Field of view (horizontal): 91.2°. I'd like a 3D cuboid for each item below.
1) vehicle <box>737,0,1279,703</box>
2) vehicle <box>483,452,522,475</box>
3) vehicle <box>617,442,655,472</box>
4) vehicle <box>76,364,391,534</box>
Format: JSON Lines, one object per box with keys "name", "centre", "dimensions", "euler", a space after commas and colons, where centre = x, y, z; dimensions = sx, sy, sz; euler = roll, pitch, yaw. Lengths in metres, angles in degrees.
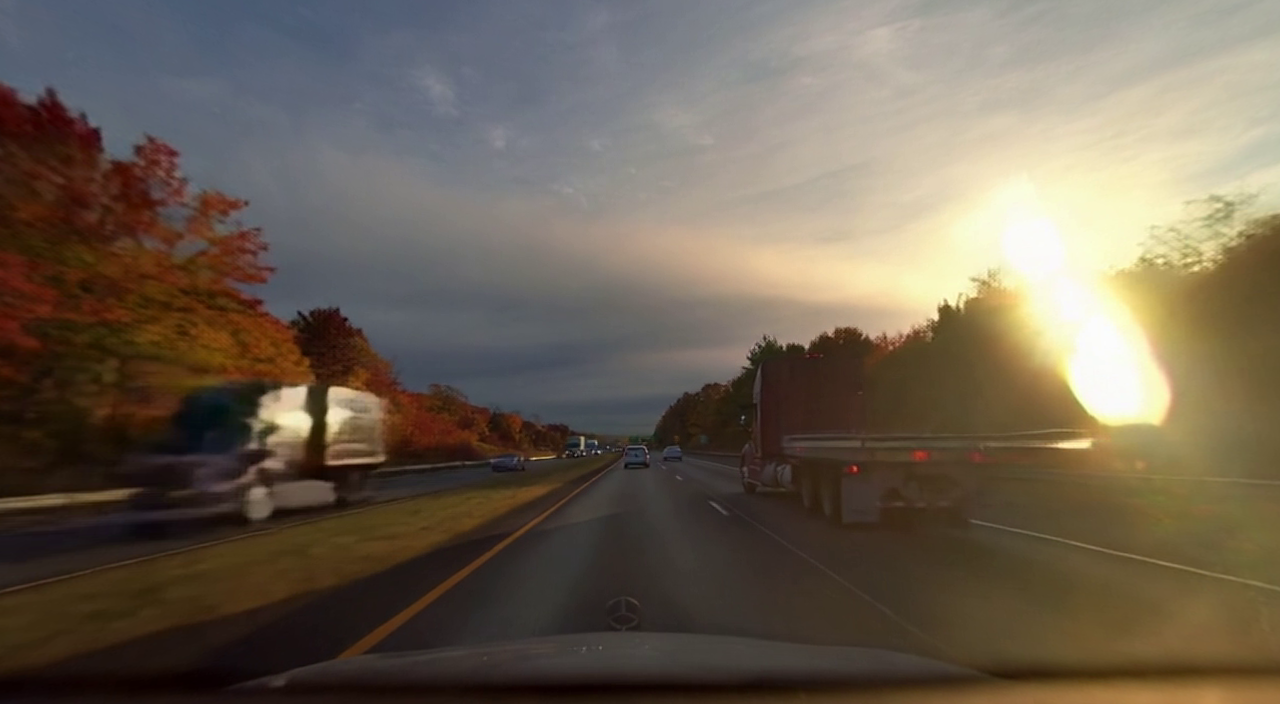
{"name": "vehicle", "centre": [4.217, 0.729, 9.837], "dimensions": [3.068, 4.042, 13.787], "euler": [0, -9, 0]}
{"name": "vehicle", "centre": [-9.603, 7.822, 44.094], "dimensions": [1.841, 1.503, 3.978], "euler": [-1, -9, 0]}
{"name": "vehicle", "centre": [-0.259, 6.359, 38.194], "dimensions": [2.151, 1.693, 4.201], "euler": [0, -9, -1]}
{"name": "vehicle", "centre": [-9.010, 2.374, 15.363], "dimensions": [2.775, 3.102, 7.295], "euler": [-1, -9, 0]}
